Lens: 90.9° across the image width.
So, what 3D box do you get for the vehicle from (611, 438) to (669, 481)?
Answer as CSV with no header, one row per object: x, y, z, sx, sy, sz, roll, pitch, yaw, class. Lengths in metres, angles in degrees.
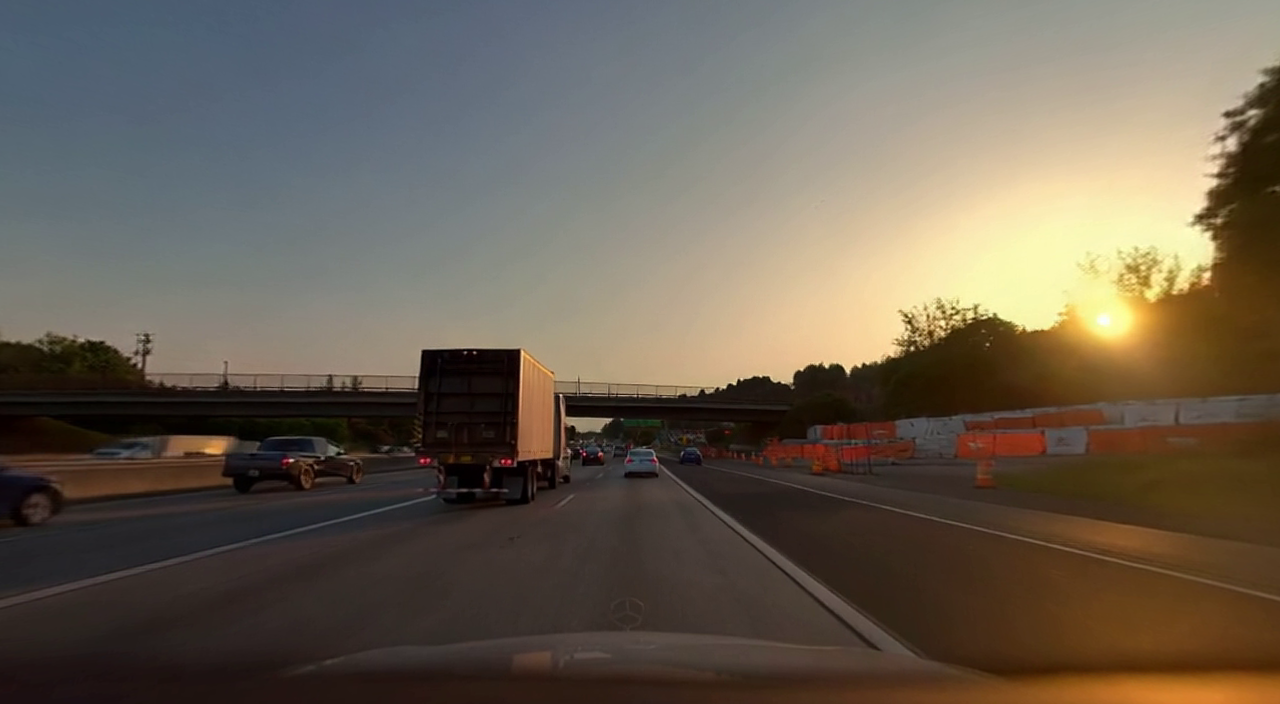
-0.043,4.586,27.148,2.270,1.696,4.061,0,-8,-1,vehicle

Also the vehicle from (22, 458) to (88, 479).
-42.687,8.483,46.095,1.511,1.369,3.437,0,-8,1,vehicle

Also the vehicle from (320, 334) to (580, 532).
-3.634,2.106,15.976,3.075,3.276,11.073,0,-8,0,vehicle

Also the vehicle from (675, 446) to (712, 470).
3.470,6.941,41.625,2.003,1.465,4.092,0,-8,-2,vehicle

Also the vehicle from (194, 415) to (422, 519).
-7.511,2.676,15.331,2.309,2.007,5.974,0,-8,0,vehicle
